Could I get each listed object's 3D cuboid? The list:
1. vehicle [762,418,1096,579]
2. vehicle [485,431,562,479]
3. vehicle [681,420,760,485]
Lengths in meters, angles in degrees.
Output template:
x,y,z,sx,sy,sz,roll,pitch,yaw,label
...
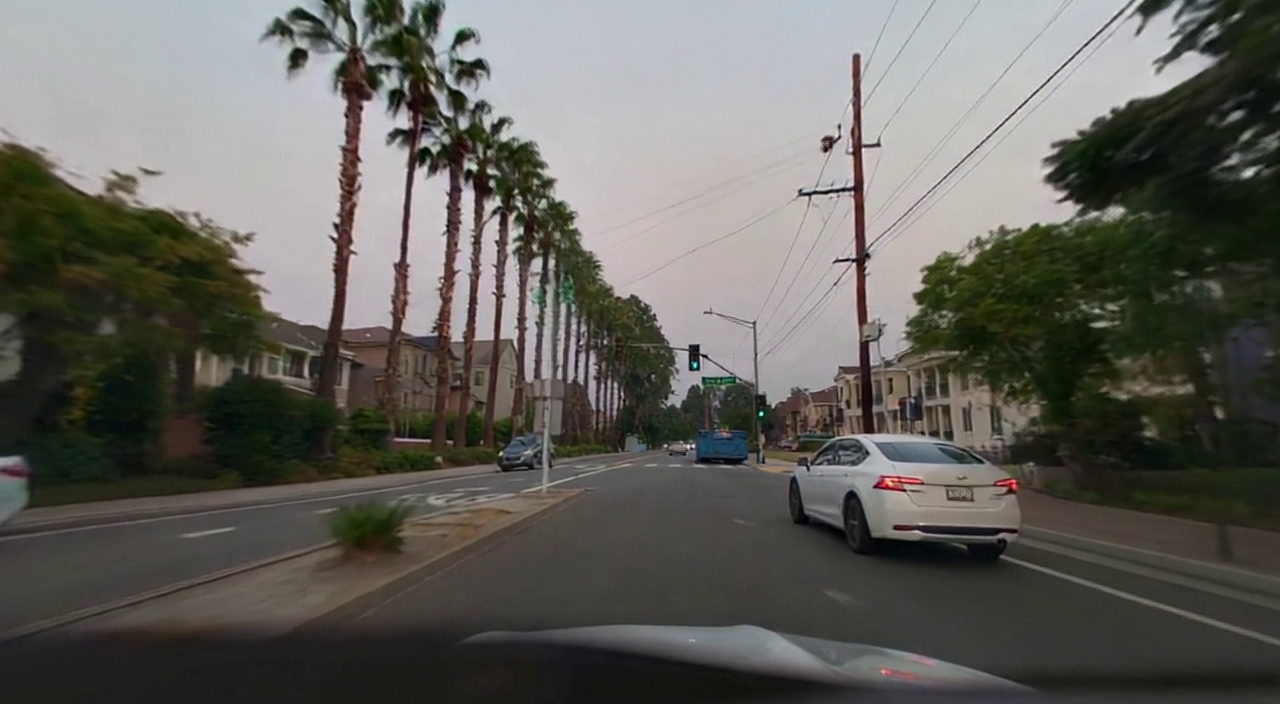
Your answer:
x,y,z,sx,sy,sz,roll,pitch,yaw,label
3.315,1.787,8.543,2.096,1.552,4.519,0,-9,-4,vehicle
-5.213,4.655,28.942,2.069,1.820,4.388,-4,-6,9,vehicle
2.660,3.486,22.030,2.109,2.002,4.424,0,-9,-1,vehicle
